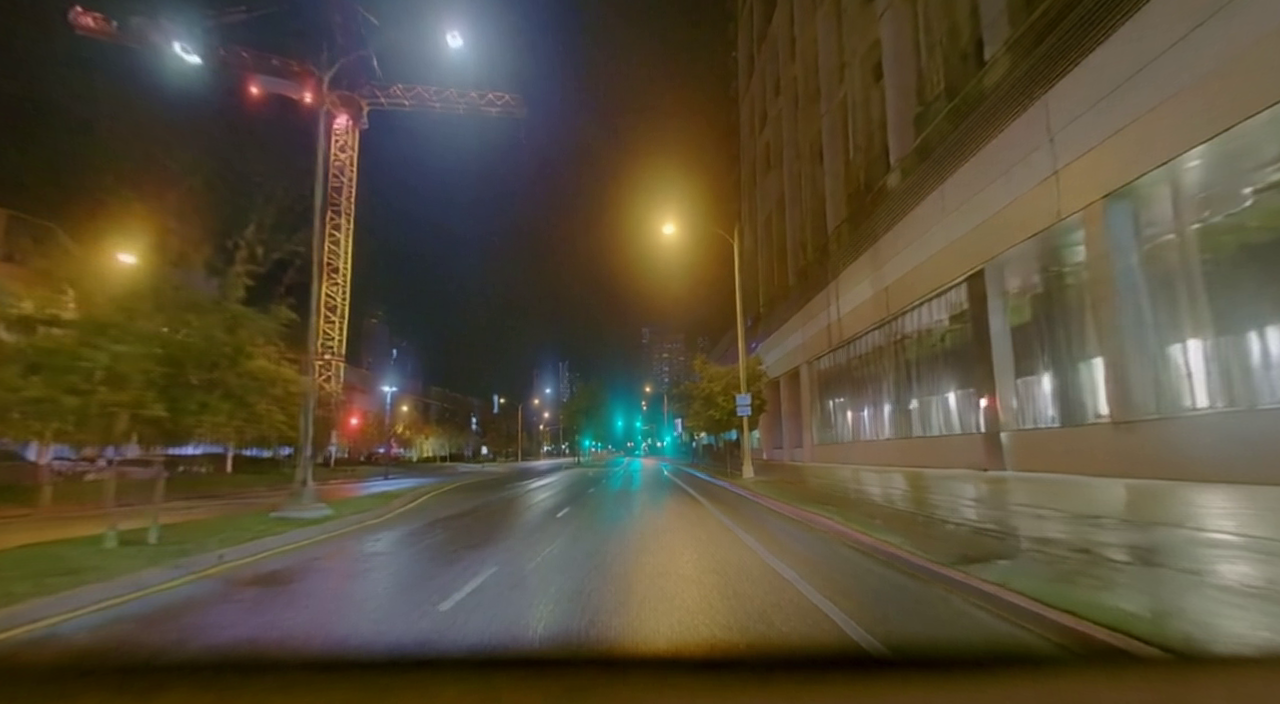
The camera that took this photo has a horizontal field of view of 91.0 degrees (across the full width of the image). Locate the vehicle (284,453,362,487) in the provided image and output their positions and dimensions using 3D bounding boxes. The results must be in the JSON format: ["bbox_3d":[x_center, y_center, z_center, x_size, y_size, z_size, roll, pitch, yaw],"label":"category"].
[{"bbox_3d":[-17.119,6.380,34.273,1.921,1.541,4.541,-1,-8,0],"label":"vehicle"}]

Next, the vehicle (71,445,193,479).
[{"bbox_3d":[-25.385,5.497,31.597,4.308,1.612,1.989,0,-8,-2],"label":"vehicle"}]

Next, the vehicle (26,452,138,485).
[{"bbox_3d":[-25.556,5.336,28.929,3.463,1.389,1.707,-1,-9,0],"label":"vehicle"}]
